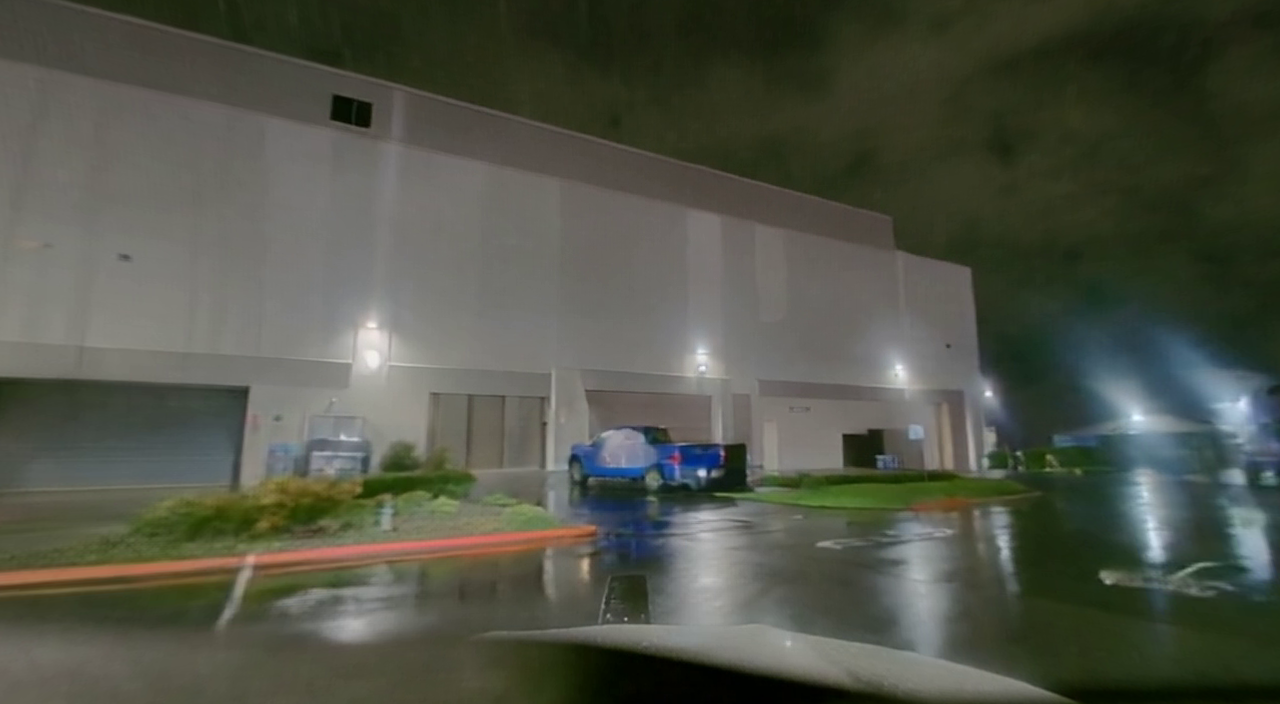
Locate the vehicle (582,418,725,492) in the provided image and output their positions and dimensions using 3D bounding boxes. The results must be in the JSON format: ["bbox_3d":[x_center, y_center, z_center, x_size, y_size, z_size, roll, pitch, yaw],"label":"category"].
[{"bbox_3d":[0.737,4.727,28.626,6.271,3.004,2.298,8,-12,-34],"label":"vehicle"}]

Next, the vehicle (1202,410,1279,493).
[{"bbox_3d":[35.351,5.510,35.324,7.722,4.217,3.111,4,-10,-30],"label":"vehicle"}]

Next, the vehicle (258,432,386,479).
[{"bbox_3d":[-15.380,4.973,30.610,5.207,2.103,1.997,5,-10,-34],"label":"vehicle"}]
